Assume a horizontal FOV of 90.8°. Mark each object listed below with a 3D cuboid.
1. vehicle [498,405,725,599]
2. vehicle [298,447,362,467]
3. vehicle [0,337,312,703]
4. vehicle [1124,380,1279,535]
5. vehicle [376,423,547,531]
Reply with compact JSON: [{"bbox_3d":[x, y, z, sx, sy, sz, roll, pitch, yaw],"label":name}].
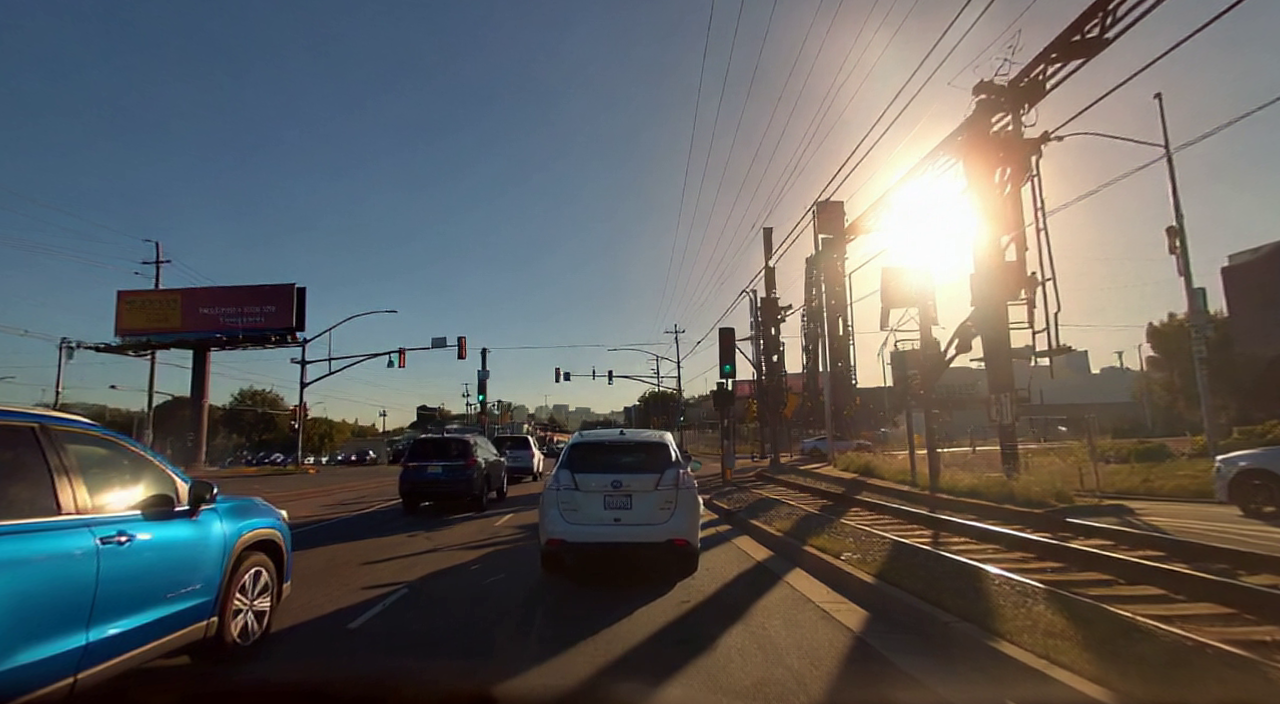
[{"bbox_3d":[-0.261,1.620,7.549,2.025,1.723,3.644,0,-9,0],"label":"vehicle"},{"bbox_3d":[-24.028,8.136,48.956,4.357,1.444,1.842,-3,-9,20],"label":"vehicle"},{"bbox_3d":[-3.936,0.866,2.967,2.052,1.814,5.184,0,-9,-1],"label":"vehicle"},{"bbox_3d":[9.563,1.332,8.126,5.060,1.702,2.033,1,-9,-4],"label":"vehicle"},{"bbox_3d":[-3.124,2.290,12.130,1.988,1.678,4.317,0,-9,1],"label":"vehicle"}]
